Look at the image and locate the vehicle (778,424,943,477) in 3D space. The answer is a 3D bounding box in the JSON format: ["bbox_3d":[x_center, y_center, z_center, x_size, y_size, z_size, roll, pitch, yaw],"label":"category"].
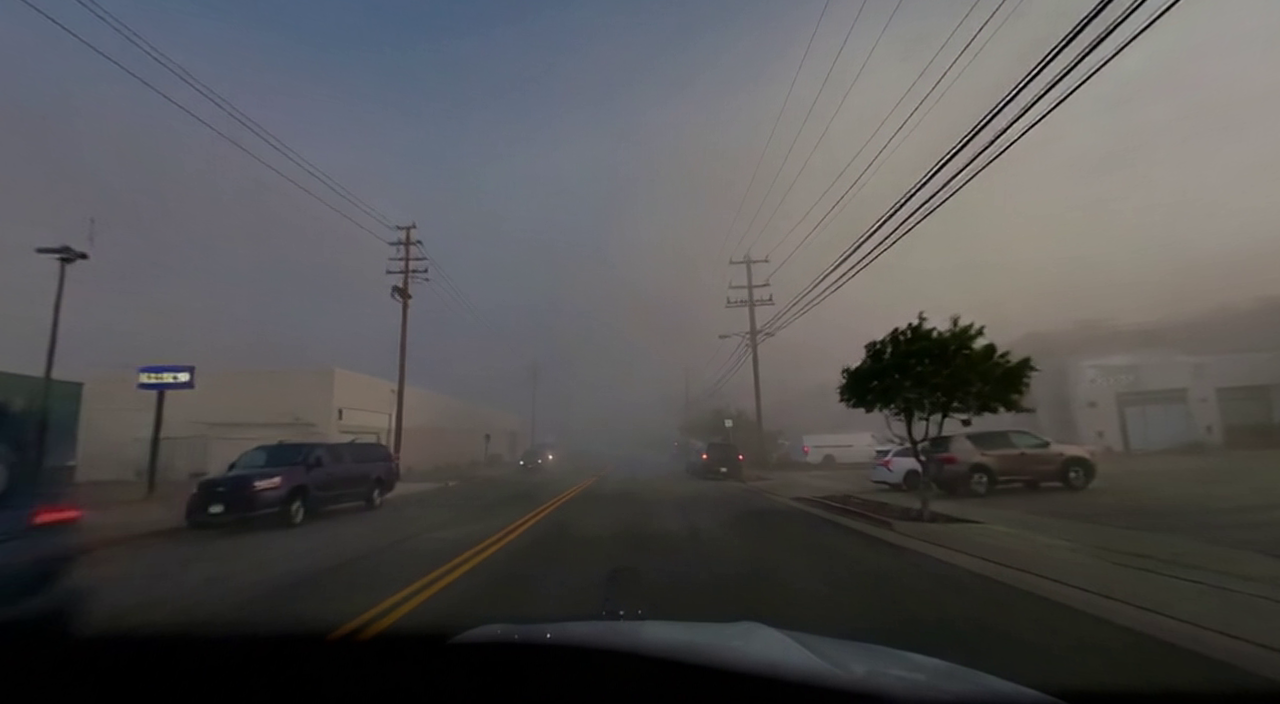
[{"bbox_3d":[10.967,4.984,32.017,7.236,2.219,2.674,-3,-8,0],"label":"vehicle"}]

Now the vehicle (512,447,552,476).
[{"bbox_3d":[-7.849,7.956,46.246,2.123,1.802,4.486,-4,-8,-2],"label":"vehicle"}]

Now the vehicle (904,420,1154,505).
[{"bbox_3d":[8.897,2.575,14.831,4.406,1.822,2.071,0,-9,2],"label":"vehicle"}]

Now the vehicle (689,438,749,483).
[{"bbox_3d":[3.761,5.273,31.086,2.333,1.967,6.008,0,-9,2],"label":"vehicle"}]

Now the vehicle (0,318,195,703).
[{"bbox_3d":[-3.598,0.610,1.057,2.229,1.889,4.816,0,-9,-1],"label":"vehicle"}]

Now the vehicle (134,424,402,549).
[{"bbox_3d":[-7.972,2.884,14.744,2.530,2.110,6.445,-3,-8,-1],"label":"vehicle"}]
